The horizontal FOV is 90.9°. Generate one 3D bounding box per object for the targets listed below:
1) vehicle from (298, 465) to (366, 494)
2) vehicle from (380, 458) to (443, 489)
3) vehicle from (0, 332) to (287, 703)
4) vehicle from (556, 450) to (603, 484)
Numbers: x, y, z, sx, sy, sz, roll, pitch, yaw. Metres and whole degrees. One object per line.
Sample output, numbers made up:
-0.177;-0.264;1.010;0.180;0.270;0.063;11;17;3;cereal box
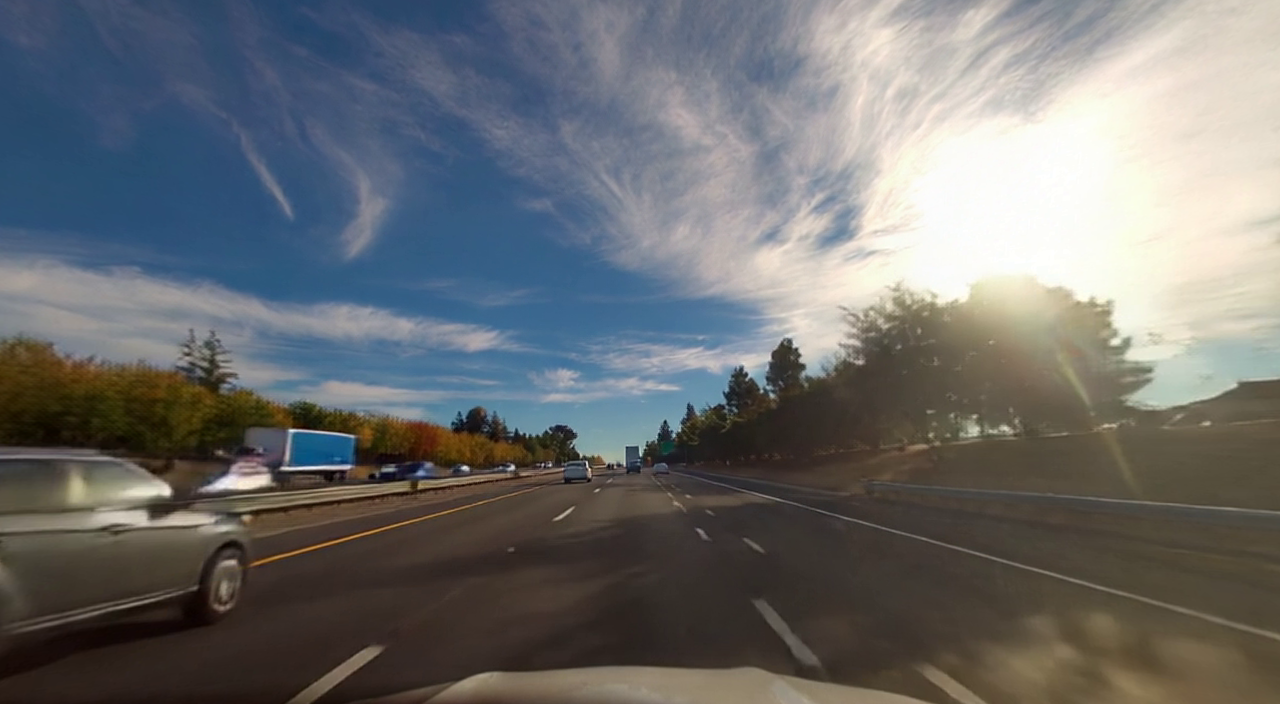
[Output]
-16.681;6.892;34.281;1.738;1.447;3.731;1;-10;0;vehicle
-12.596;6.721;34.968;1.946;1.599;4.078;1;-10;0;vehicle
-3.878;0.791;2.343;2.272;1.873;4.832;1;-10;0;vehicle
-3.631;7.033;38.530;2.390;1.879;4.423;1;-10;0;vehicle
